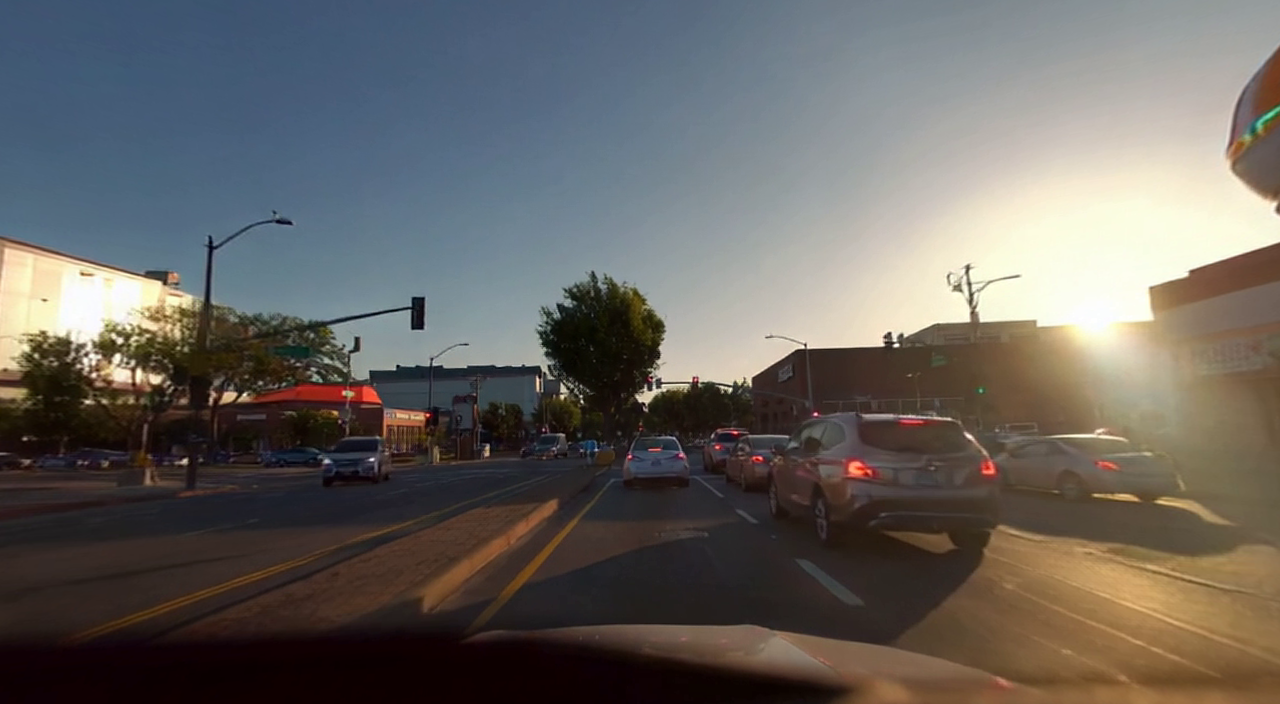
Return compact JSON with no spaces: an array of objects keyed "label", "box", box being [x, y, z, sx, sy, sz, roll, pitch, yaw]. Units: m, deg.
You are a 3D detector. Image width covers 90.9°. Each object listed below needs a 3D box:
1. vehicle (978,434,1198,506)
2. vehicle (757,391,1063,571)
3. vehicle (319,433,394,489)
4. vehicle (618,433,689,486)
[{"label":"vehicle","box":[10.592,2.805,15.497,1.881,1.463,4.726,0,-8,-1]},{"label":"vehicle","box":[3.162,1.648,8.840,2.038,1.787,4.946,0,-8,-1]},{"label":"vehicle","box":[-9.926,3.786,22.351,2.106,1.751,4.554,3,-9,-21]},{"label":"vehicle","box":[0.361,3.404,20.237,2.073,1.496,3.892,0,-8,-1]}]
